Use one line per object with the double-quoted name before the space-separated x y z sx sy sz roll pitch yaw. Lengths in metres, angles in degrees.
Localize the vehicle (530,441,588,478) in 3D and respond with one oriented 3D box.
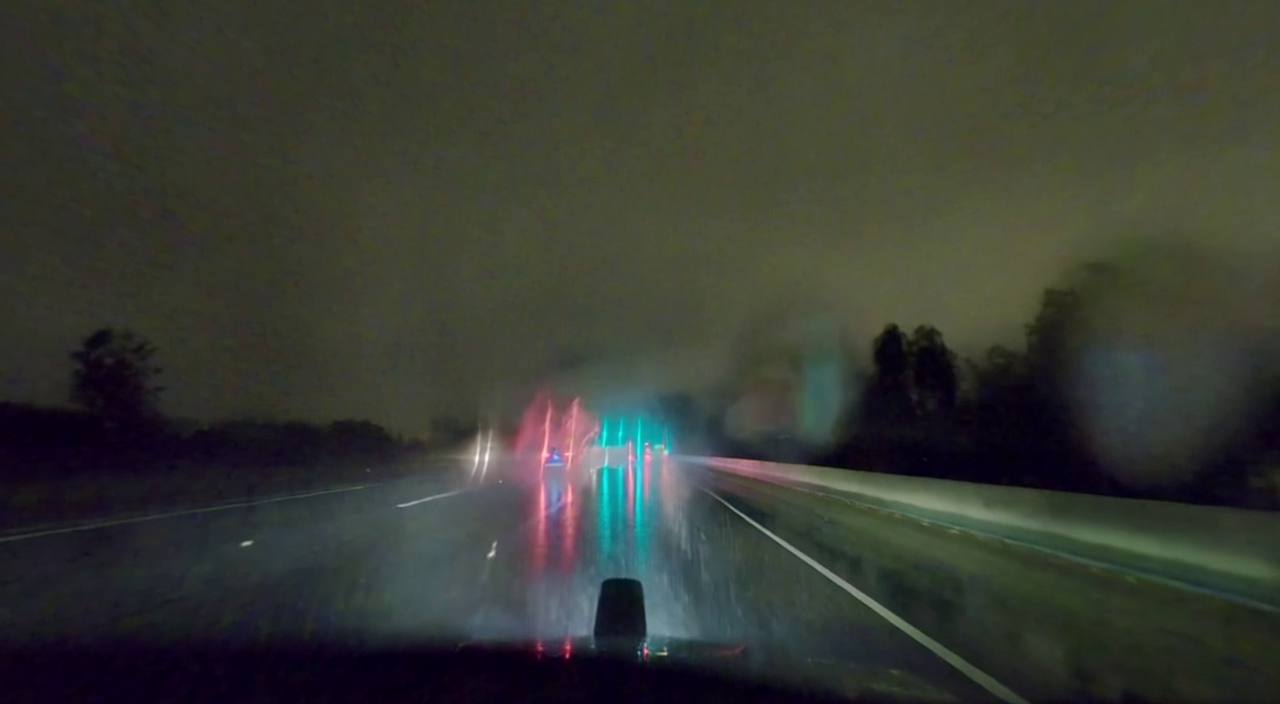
"vehicle" -4.128 5.555 32.981 2.272 1.759 5.058 0 -9 1
